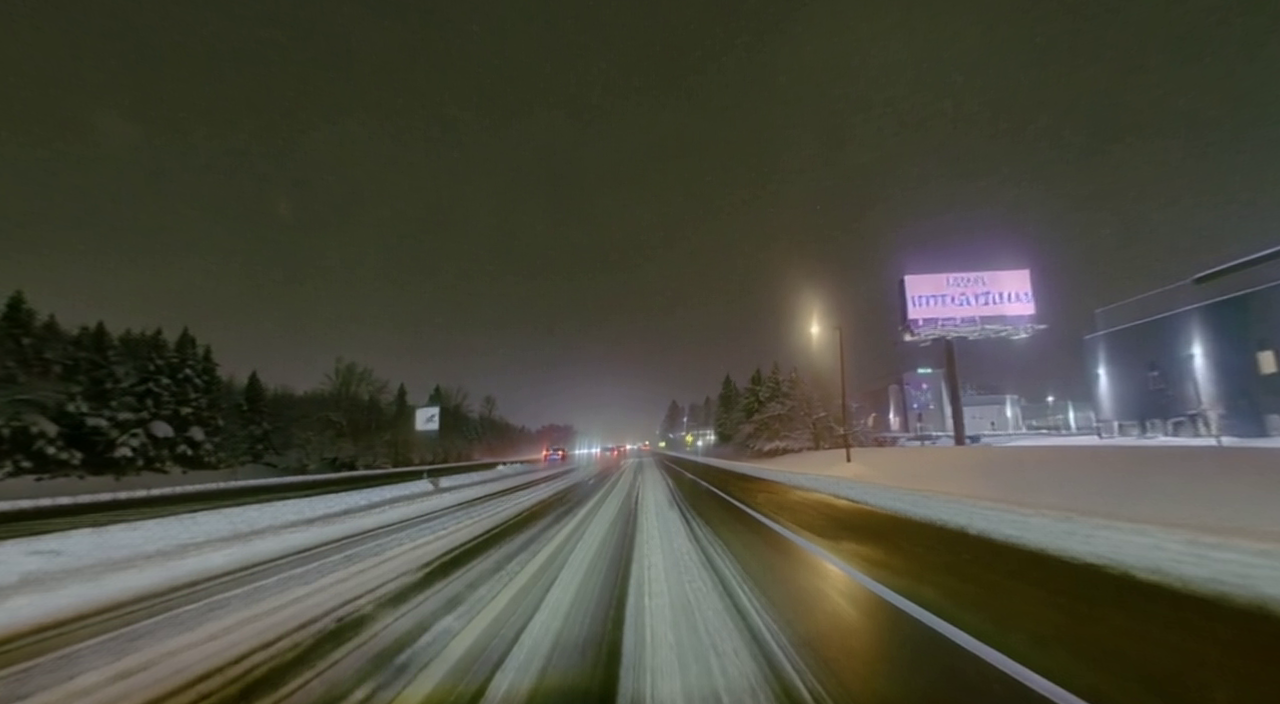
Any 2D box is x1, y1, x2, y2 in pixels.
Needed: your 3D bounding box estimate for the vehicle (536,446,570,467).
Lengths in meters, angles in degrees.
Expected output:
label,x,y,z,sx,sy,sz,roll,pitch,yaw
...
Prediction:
label,x,y,z,sx,sy,sz,roll,pitch,yaw
vehicle,-6.453,7.838,47.316,1.936,1.462,4.388,0,-8,0
